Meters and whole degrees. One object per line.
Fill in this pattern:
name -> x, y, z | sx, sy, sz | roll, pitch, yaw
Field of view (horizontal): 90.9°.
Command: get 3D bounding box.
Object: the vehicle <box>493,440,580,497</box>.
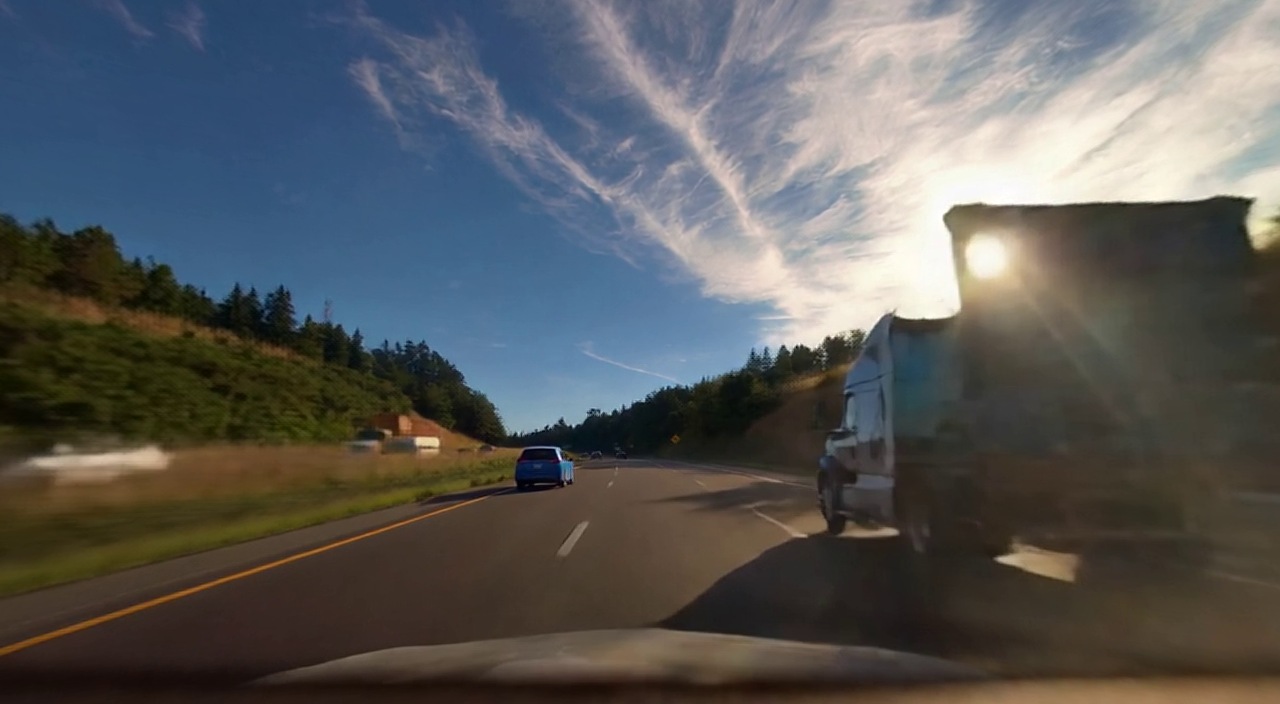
vehicle -> -3.255, 3.795, 20.822 | 2.115, 1.670, 4.261 | 0, -9, 0

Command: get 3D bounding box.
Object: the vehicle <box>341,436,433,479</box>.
vehicle -> -10.678, 4.508, 26.965 | 2.039, 1.645, 4.443 | -1, -9, 1

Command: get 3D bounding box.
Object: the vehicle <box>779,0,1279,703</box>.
vehicle -> 4.503, -0.386, 3.372 | 3.532, 4.201, 17.611 | 0, -9, 0
